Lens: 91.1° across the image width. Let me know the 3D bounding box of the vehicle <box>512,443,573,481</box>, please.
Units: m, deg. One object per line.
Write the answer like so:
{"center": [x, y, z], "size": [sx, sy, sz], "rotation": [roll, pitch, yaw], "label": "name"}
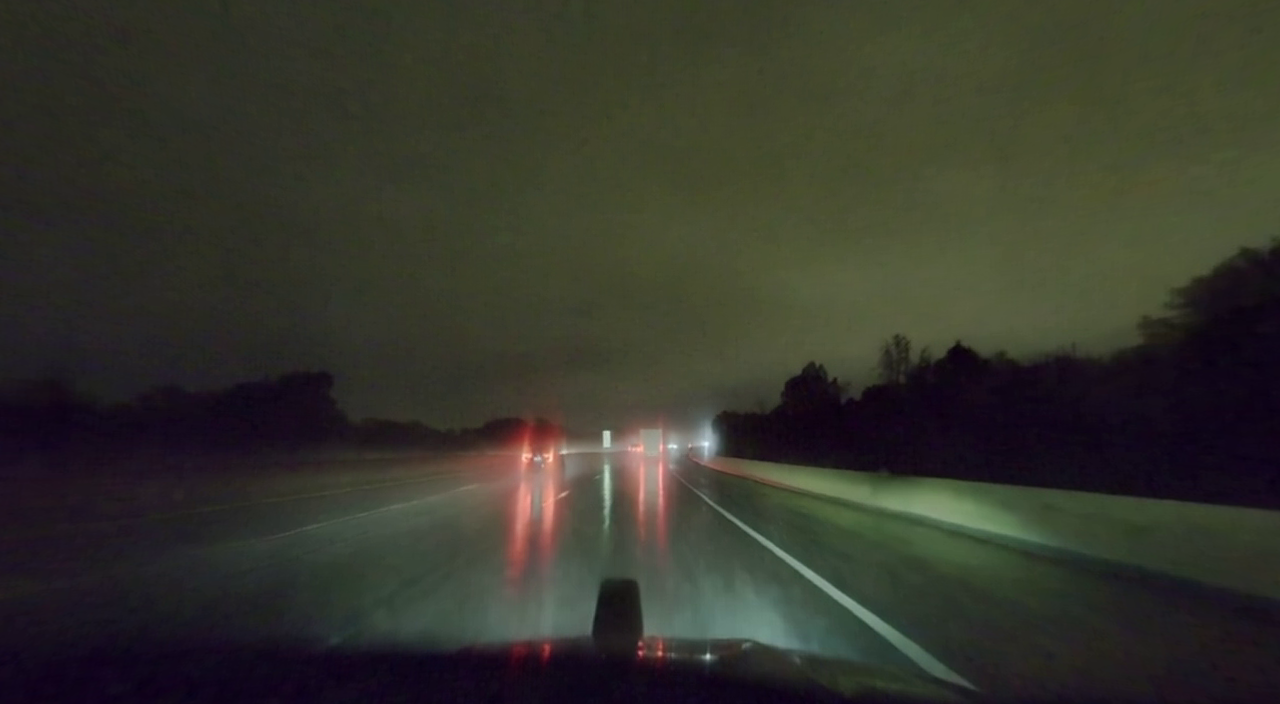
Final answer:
{"center": [-4.260, 4.884, 28.186], "size": [1.961, 1.540, 4.487], "rotation": [-1, -9, 1], "label": "vehicle"}
